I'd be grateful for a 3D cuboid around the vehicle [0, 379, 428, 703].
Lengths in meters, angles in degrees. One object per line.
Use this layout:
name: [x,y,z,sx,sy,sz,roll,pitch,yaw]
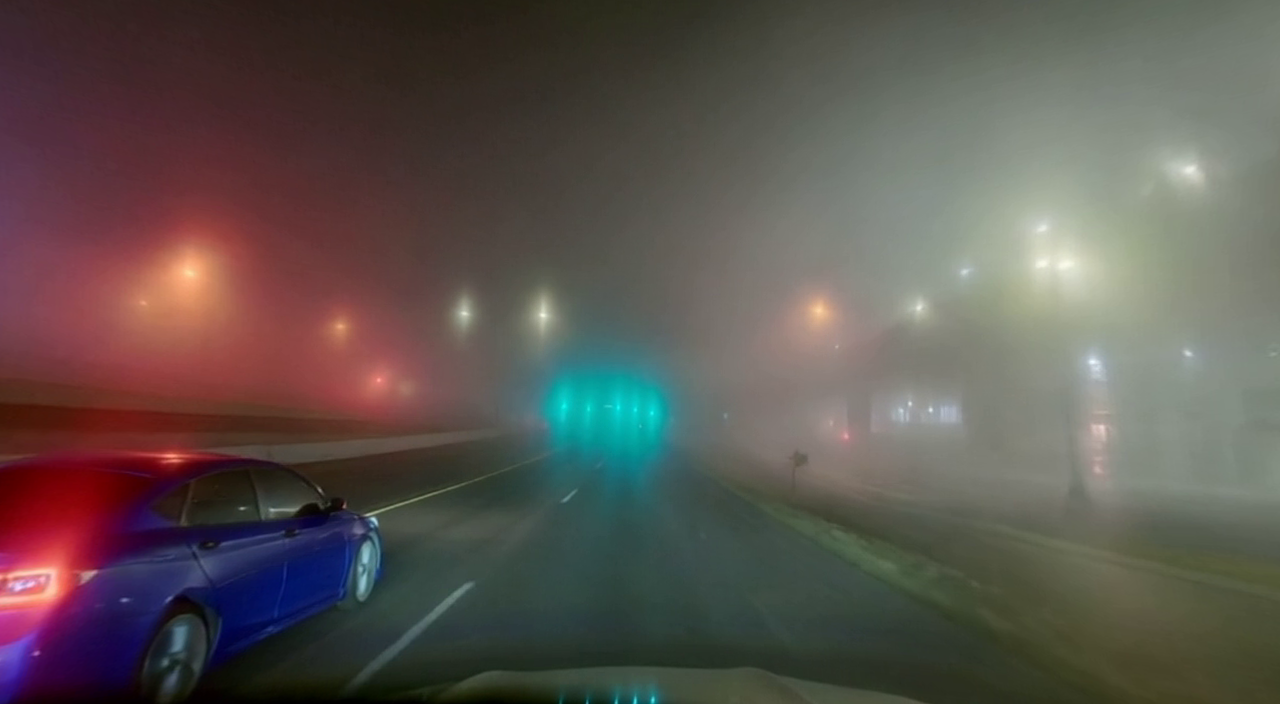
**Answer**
vehicle: [-3.124,1.137,4.024,2.041,1.470,4.290,0,-9,0]
